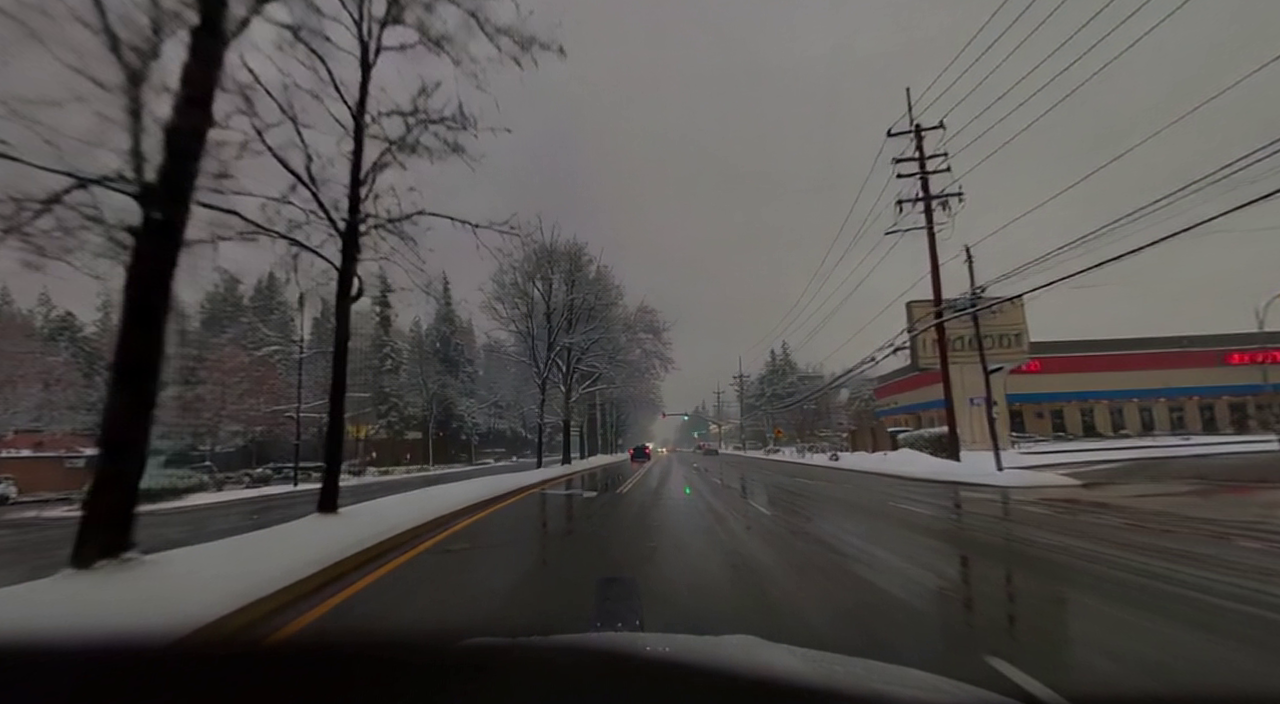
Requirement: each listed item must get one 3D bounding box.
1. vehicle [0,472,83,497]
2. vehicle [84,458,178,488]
[{"bbox_3d":[-44.604,9.764,46.779,2.035,1.594,4.977,-1,-9,2],"label":"vehicle"},{"bbox_3d":[-32.186,7.641,40.037,4.137,1.733,2.016,2,-10,1],"label":"vehicle"}]
